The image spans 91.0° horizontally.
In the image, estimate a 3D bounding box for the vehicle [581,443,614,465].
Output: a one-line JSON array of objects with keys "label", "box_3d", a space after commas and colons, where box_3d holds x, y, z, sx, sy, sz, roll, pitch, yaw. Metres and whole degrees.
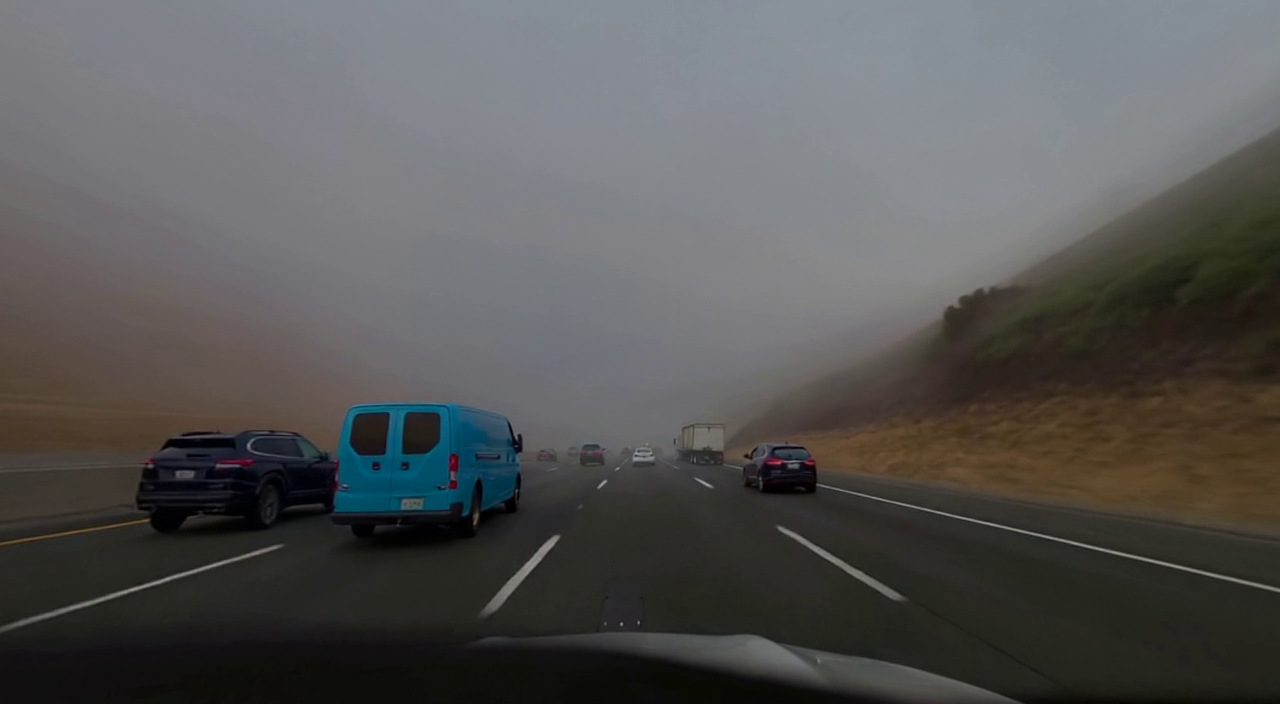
[{"label": "vehicle", "box_3d": [-3.168, 7.726, 47.697, 2.138, 1.581, 4.340, 0, -9, 0]}]

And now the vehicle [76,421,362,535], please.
[{"label": "vehicle", "box_3d": [-7.498, 2.291, 12.073, 2.054, 1.715, 4.928, 0, -9, 0]}]

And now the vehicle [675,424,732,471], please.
[{"label": "vehicle", "box_3d": [3.974, 6.280, 41.322, 2.877, 2.730, 7.831, 0, -9, 0]}]

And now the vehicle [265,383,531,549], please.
[{"label": "vehicle", "box_3d": [-3.739, 1.960, 11.359, 2.421, 2.203, 5.775, 0, -9, 1]}]

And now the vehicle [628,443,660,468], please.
[{"label": "vehicle", "box_3d": [0.242, 6.755, 41.346, 2.014, 1.543, 3.804, 0, -9, 0]}]

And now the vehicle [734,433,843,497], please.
[{"label": "vehicle", "box_3d": [4.043, 3.167, 17.943, 2.051, 1.598, 4.145, 0, -9, -1]}]

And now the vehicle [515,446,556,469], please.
[{"label": "vehicle", "box_3d": [-7.105, 7.205, 43.243, 2.021, 1.500, 4.512, 0, -9, -1]}]
